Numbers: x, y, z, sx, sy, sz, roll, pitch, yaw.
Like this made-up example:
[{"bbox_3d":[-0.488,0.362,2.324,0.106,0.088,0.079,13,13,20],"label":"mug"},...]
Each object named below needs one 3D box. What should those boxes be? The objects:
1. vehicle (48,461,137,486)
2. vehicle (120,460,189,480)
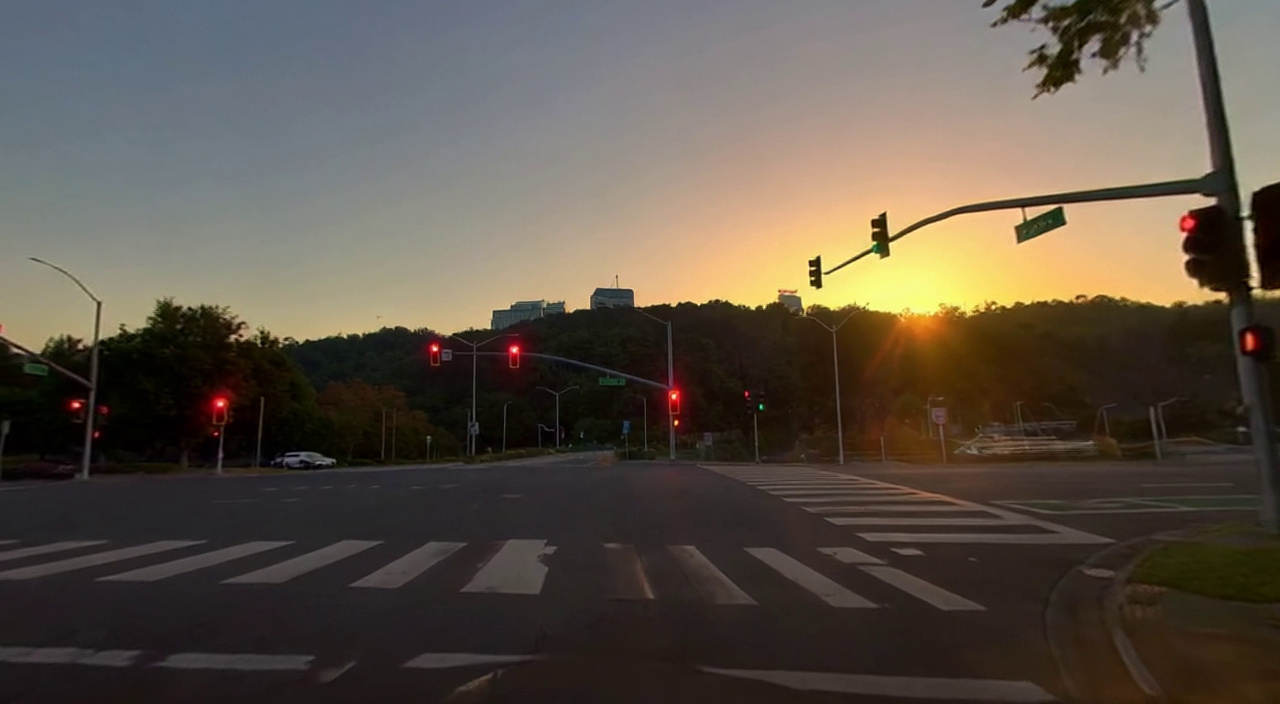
[{"bbox_3d":[-36.142,8.001,41.673,4.241,1.413,1.673,-2,-7,-2],"label":"vehicle"},{"bbox_3d":[-35.897,8.716,46.665,3.681,1.423,1.680,0,-8,-1],"label":"vehicle"}]
